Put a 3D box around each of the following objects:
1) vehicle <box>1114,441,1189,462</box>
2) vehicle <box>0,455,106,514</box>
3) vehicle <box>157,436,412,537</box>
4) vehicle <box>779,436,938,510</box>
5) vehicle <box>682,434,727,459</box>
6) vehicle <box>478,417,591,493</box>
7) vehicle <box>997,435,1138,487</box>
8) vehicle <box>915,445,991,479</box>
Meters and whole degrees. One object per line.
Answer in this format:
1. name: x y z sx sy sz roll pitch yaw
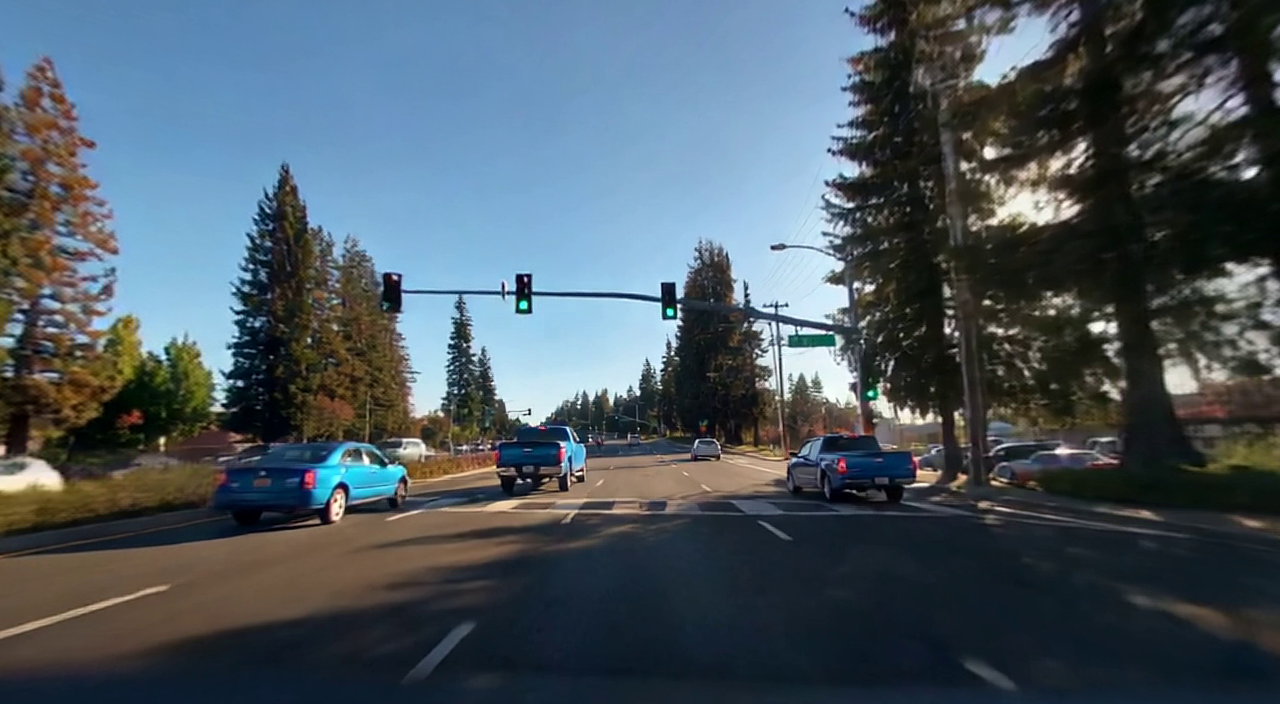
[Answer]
1. vehicle: 35.972 7.014 44.483 3.611 1.424 1.746 -1 -8 2
2. vehicle: -17.688 3.658 17.555 1.845 1.465 4.424 0 -8 0
3. vehicle: -6.262 2.394 11.986 2.035 1.497 4.723 0 -8 1
4. vehicle: 4.810 2.717 14.765 1.840 1.428 4.602 0 -8 -3
5. vehicle: 3.895 5.787 38.742 2.071 1.435 4.226 0 -8 -3
6. vehicle: -3.031 3.174 19.796 2.467 1.991 6.089 0 -8 0
7. vehicle: 16.531 4.228 24.831 2.044 1.812 4.935 0 -8 0
8. vehicle: 16.677 5.855 33.966 2.002 1.681 4.507 -1 -8 4
